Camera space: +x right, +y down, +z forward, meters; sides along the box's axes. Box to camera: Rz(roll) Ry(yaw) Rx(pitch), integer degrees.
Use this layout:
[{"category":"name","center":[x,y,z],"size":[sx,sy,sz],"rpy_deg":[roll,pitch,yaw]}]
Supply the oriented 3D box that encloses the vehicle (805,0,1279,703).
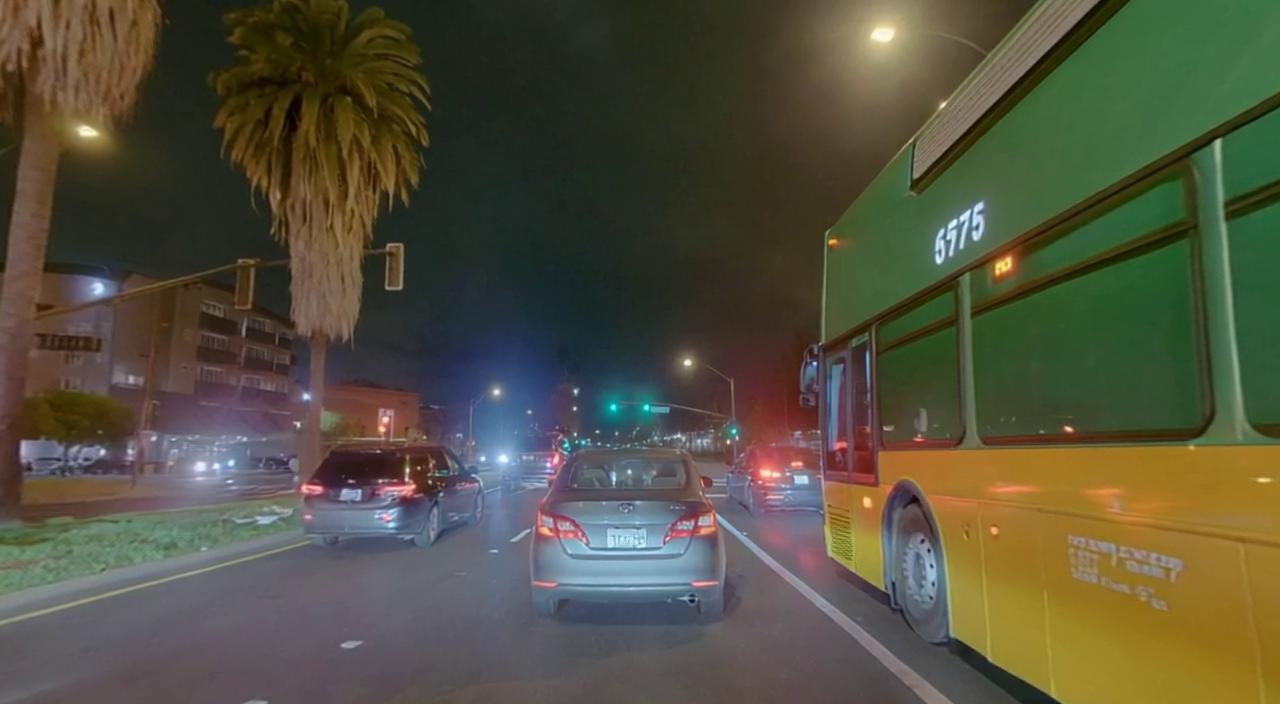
[{"category":"vehicle","center":[3.590,-0.455,1.299],"size":[3.068,4.026,13.534],"rpy_deg":[0,-9,1]}]

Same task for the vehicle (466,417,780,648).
[{"category":"vehicle","center":[-0.124,1.478,6.148],"size":[2.060,1.499,3.831],"rpy_deg":[0,-9,0]}]

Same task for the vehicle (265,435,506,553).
[{"category":"vehicle","center":[-3.552,2.050,9.835],"size":[1.919,1.415,4.178],"rpy_deg":[0,-9,2]}]

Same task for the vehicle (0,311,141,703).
[{"category":"vehicle","center":[-3.562,0.483,0.491],"size":[2.145,1.824,4.974],"rpy_deg":[0,-9,2]}]
